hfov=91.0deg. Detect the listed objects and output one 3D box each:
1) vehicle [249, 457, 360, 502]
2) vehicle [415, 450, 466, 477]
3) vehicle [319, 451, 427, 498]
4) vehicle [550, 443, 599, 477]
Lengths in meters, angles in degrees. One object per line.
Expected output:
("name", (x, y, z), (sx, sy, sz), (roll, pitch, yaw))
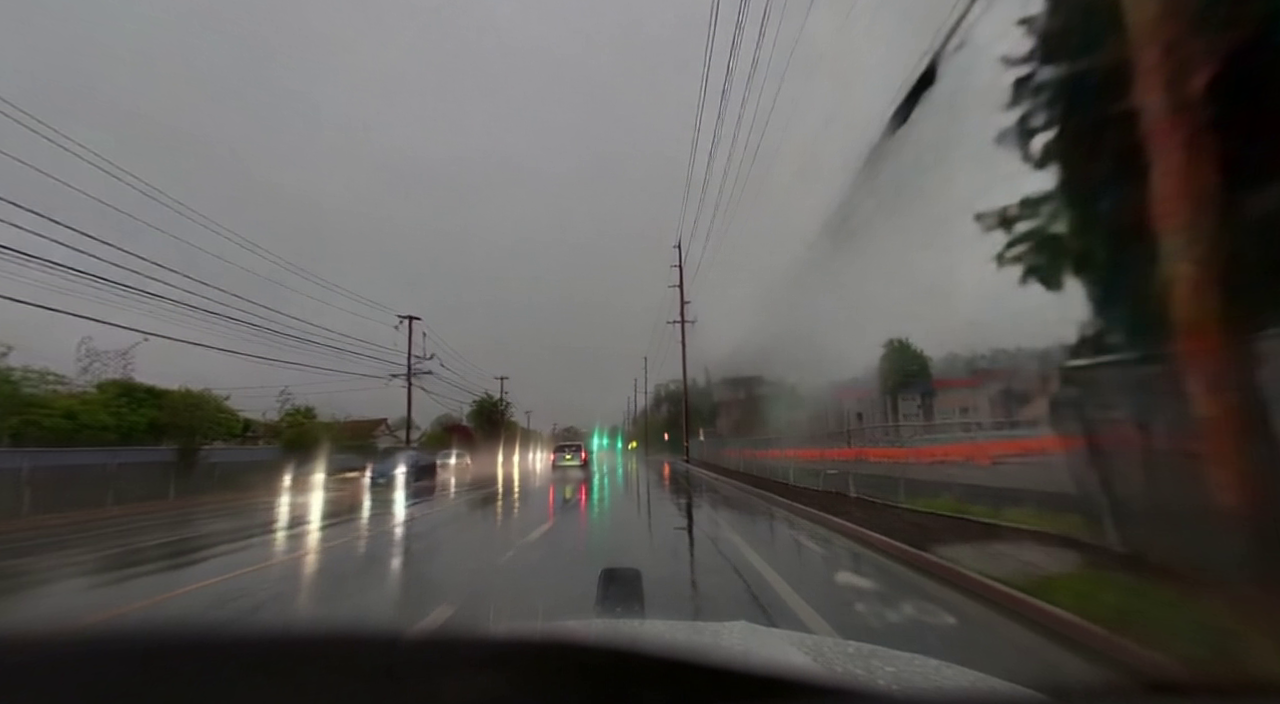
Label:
("vehicle", (-13.033, 4.931, 24.807), (1.923, 1.512, 4.468), (0, -9, 0))
("vehicle", (-13.309, 7.460, 42.315), (1.942, 1.660, 4.595), (0, -9, -1))
("vehicle", (-9.644, 4.433, 23.189), (2.007, 1.520, 4.466), (0, -9, 0))
("vehicle", (-3.161, 5.319, 31.303), (1.992, 1.515, 4.289), (0, -9, 0))
